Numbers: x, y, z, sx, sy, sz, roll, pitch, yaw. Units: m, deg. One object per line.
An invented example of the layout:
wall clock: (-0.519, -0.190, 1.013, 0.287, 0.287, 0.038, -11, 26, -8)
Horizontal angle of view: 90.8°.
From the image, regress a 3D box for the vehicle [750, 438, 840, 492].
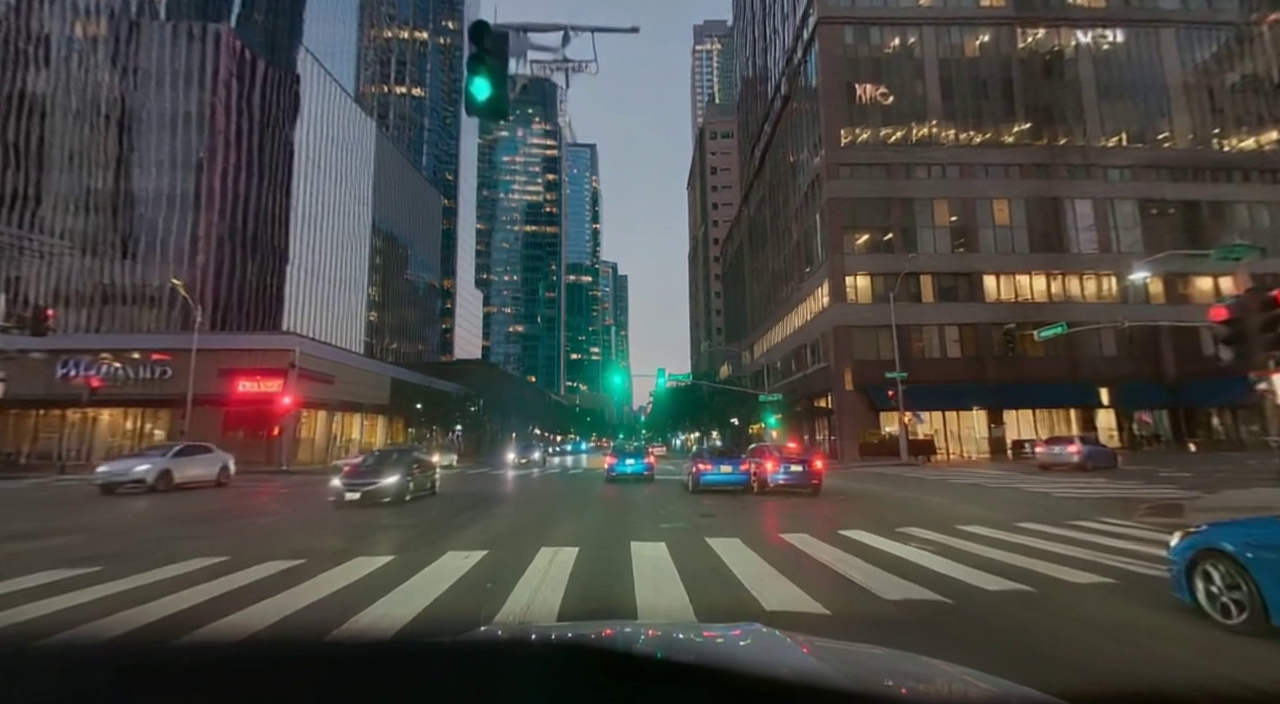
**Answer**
vehicle: (5.472, 4.040, 22.950, 2.015, 1.745, 4.444, 0, -9, -2)

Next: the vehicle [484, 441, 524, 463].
vehicle: (-10.216, 7.531, 47.720, 1.965, 1.527, 4.703, 0, -9, 0)

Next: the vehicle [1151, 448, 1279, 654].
vehicle: (5.653, 1.253, 3.350, 1.914, 1.484, 4.639, 0, -9, -1)

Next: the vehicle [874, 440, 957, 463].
vehicle: (18.935, 6.840, 43.501, 4.862, 1.495, 1.956, 1, -9, -7)

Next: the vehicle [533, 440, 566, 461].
vehicle: (-7.108, 7.797, 49.902, 2.009, 1.488, 4.277, -2, -8, -1)

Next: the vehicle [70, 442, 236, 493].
vehicle: (-16.445, 3.910, 21.745, 1.877, 1.508, 4.760, 0, -9, 0)

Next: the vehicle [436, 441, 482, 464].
vehicle: (-13.213, 7.369, 46.338, 2.048, 1.609, 4.477, 0, -9, 0)

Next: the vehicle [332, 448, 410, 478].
vehicle: (-12.960, 5.360, 30.762, 1.939, 1.326, 4.340, 0, -9, 0)

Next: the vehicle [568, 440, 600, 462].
vehicle: (-4.310, 7.701, 49.491, 2.113, 1.564, 4.359, -2, -8, 0)

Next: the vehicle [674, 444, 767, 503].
vehicle: (2.210, 3.484, 18.580, 1.987, 1.484, 4.427, 0, -9, -2)

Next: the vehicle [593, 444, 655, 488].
vehicle: (-0.599, 4.171, 23.484, 2.096, 1.457, 4.160, 0, -9, -1)

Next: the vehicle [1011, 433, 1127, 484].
vehicle: (16.795, 4.124, 24.674, 4.640, 1.794, 2.008, 6, -11, -34)
